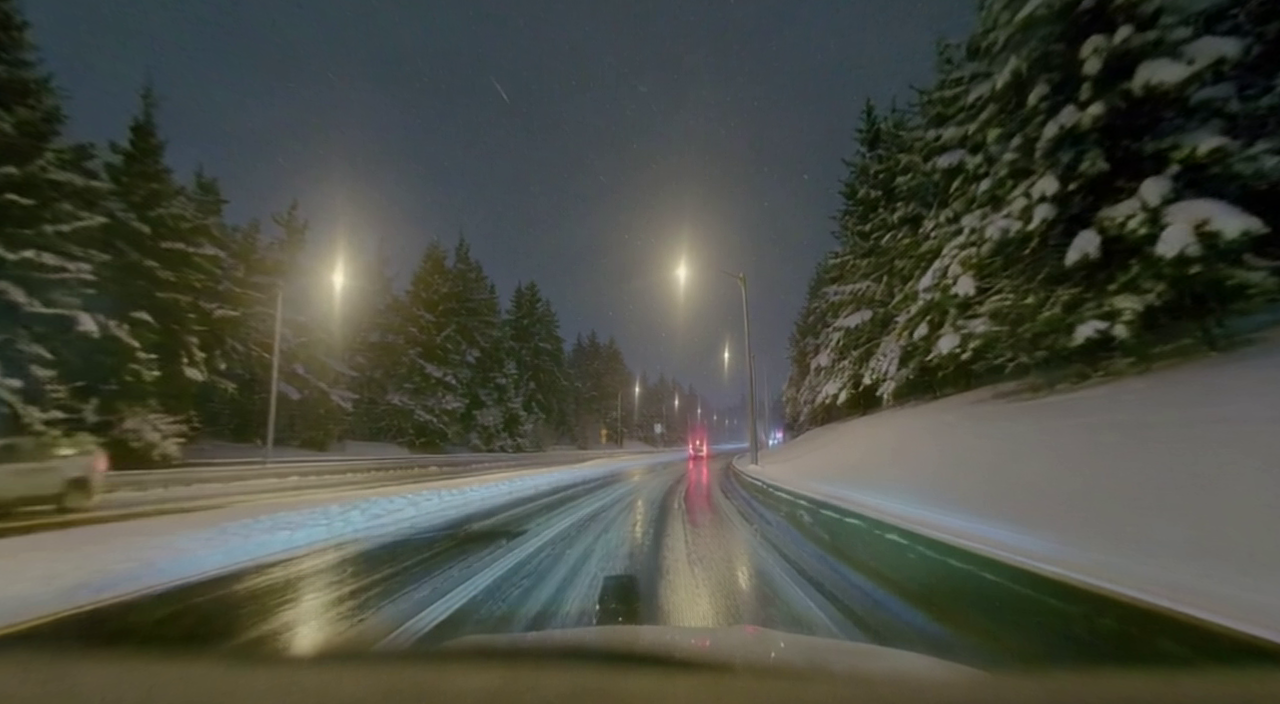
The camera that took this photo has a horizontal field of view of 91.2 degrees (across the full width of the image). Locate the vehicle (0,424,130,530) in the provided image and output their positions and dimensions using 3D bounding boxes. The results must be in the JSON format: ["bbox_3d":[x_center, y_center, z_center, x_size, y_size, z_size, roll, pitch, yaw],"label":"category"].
[{"bbox_3d":[-11.131,2.006,10.042,2.023,1.657,4.394,-1,-9,3],"label":"vehicle"}]
